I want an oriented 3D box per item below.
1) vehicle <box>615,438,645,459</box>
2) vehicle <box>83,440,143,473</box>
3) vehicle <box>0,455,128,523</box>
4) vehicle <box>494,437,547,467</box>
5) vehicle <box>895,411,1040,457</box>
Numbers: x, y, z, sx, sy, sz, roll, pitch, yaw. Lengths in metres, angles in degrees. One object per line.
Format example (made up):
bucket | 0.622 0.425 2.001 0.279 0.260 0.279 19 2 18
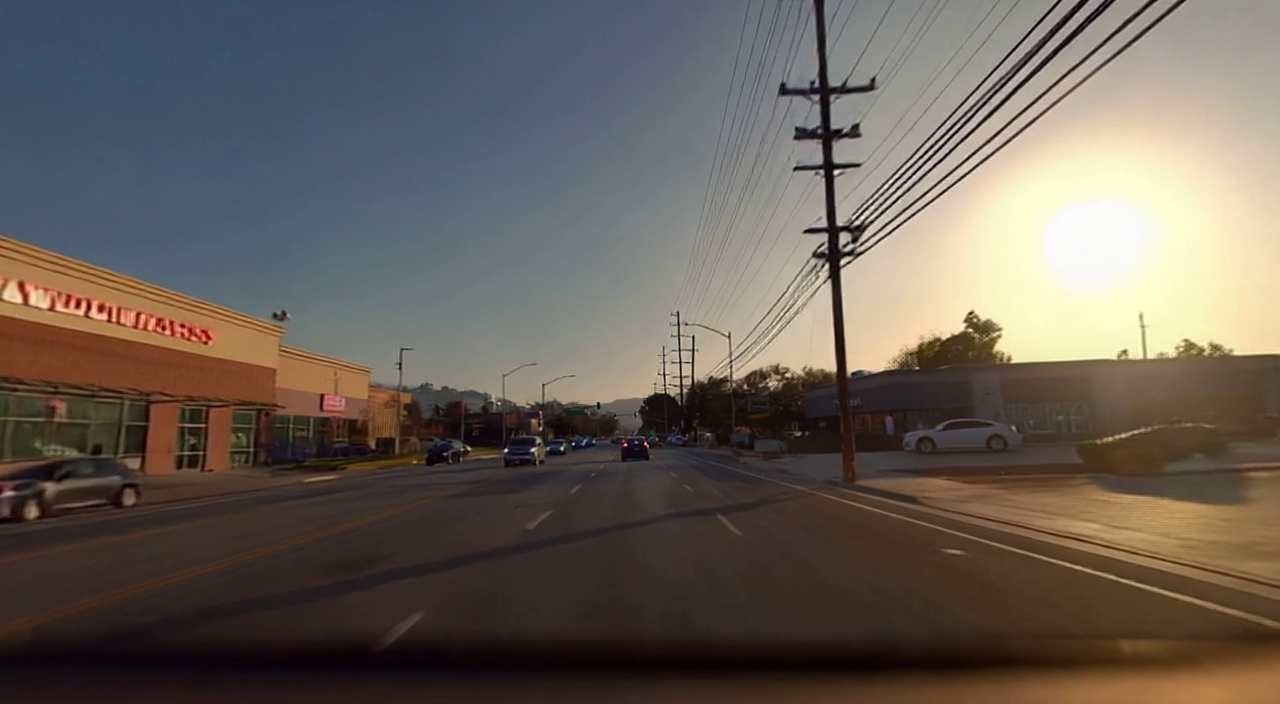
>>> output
vehicle | -0.703 7.130 46.878 2.097 1.472 4.544 0 -8 0
vehicle | -27.791 5.467 33.424 2.002 1.592 4.739 7 -10 -36
vehicle | -14.825 3.216 15.060 1.753 1.401 4.223 0 -8 -1
vehicle | -6.490 5.485 34.794 1.987 1.515 4.789 0 -8 0
vehicle | 13.527 3.421 26.301 4.836 1.750 2.079 0 -8 -1
